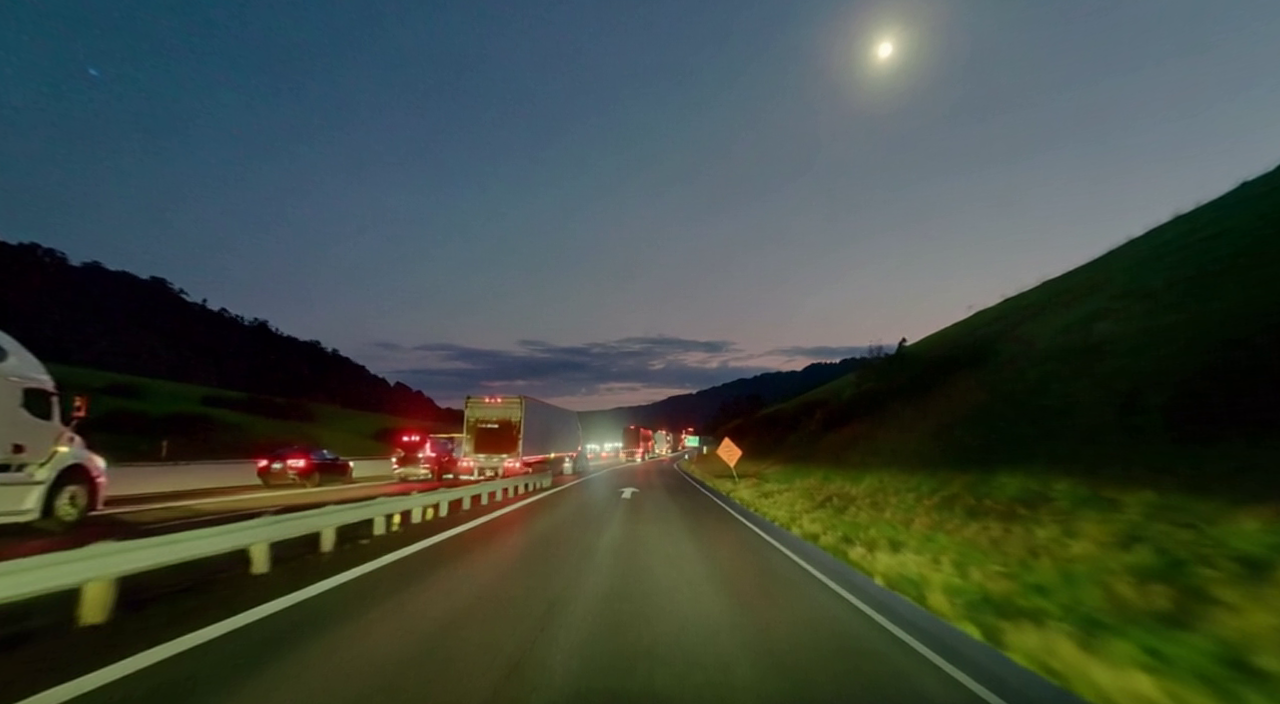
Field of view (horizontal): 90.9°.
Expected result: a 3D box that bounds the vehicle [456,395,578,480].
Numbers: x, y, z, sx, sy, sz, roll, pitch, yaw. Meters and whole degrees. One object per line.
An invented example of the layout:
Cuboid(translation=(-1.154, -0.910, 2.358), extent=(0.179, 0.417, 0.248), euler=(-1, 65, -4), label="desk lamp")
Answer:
Cuboid(translation=(-6.642, 5.219, 37.599), extent=(2.848, 4.067, 14.314), euler=(-1, -9, 7), label="vehicle")

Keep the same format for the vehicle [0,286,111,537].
Cuboid(translation=(-11.285, 0.714, 8.321), extent=(2.960, 3.757, 5.799), euler=(-1, -9, 7), label="vehicle")

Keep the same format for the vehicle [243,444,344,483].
Cuboid(translation=(-16.124, 5.182, 29.579), extent=(1.943, 1.662, 4.283), euler=(-1, -9, 6), label="vehicle")

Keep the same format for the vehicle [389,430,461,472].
Cuboid(translation=(-14.253, 6.644, 42.138), extent=(2.264, 2.596, 5.494), euler=(-1, -9, 7), label="vehicle")

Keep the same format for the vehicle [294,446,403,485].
Cuboid(translation=(-12.442, 4.873, 27.337), extent=(1.925, 1.493, 4.864), euler=(-2, -9, 8), label="vehicle")
